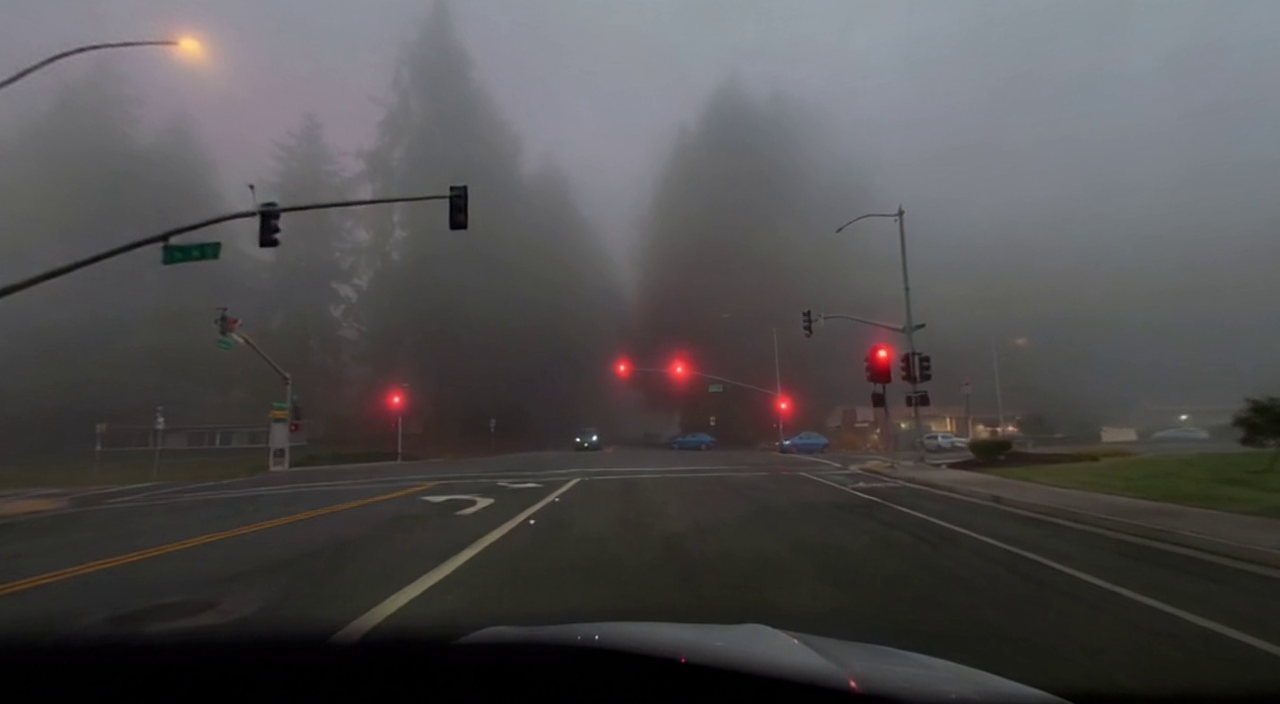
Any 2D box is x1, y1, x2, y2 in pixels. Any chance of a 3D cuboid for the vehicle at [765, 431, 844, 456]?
[{"bbox_3d":[10.536,5.843,40.388,4.528,1.482,1.864,3,-8,-19],"label":"vehicle"}]
